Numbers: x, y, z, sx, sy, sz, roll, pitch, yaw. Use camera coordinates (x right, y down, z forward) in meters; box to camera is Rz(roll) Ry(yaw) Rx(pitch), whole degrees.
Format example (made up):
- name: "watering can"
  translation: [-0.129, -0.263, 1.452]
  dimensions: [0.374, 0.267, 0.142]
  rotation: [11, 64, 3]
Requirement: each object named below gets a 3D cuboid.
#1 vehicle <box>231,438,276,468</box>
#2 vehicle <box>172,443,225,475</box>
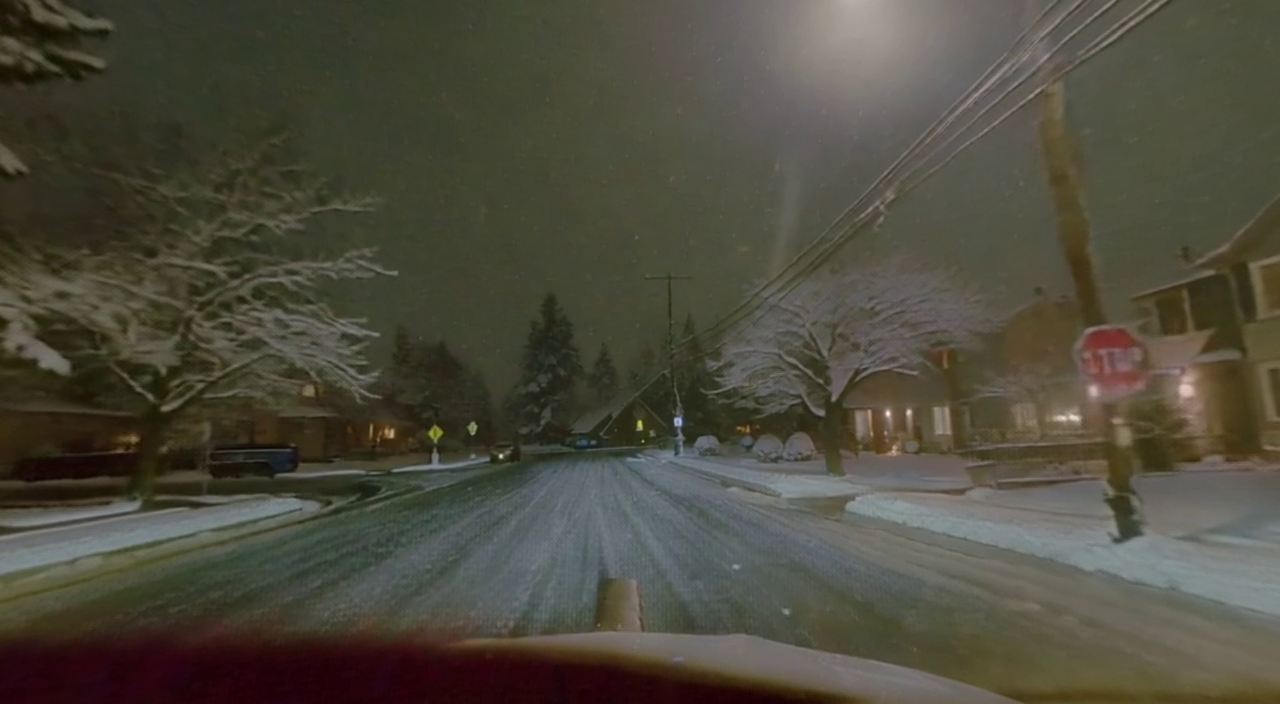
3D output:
- name: "vehicle"
  translation: [-24.585, 6.420, 40.334]
  dimensions: [1.973, 1.787, 5.045]
  rotation: [4, -9, -27]
- name: "vehicle"
  translation: [-25.151, 6.068, 36.114]
  dimensions: [1.883, 1.687, 3.908]
  rotation: [4, -9, -27]
